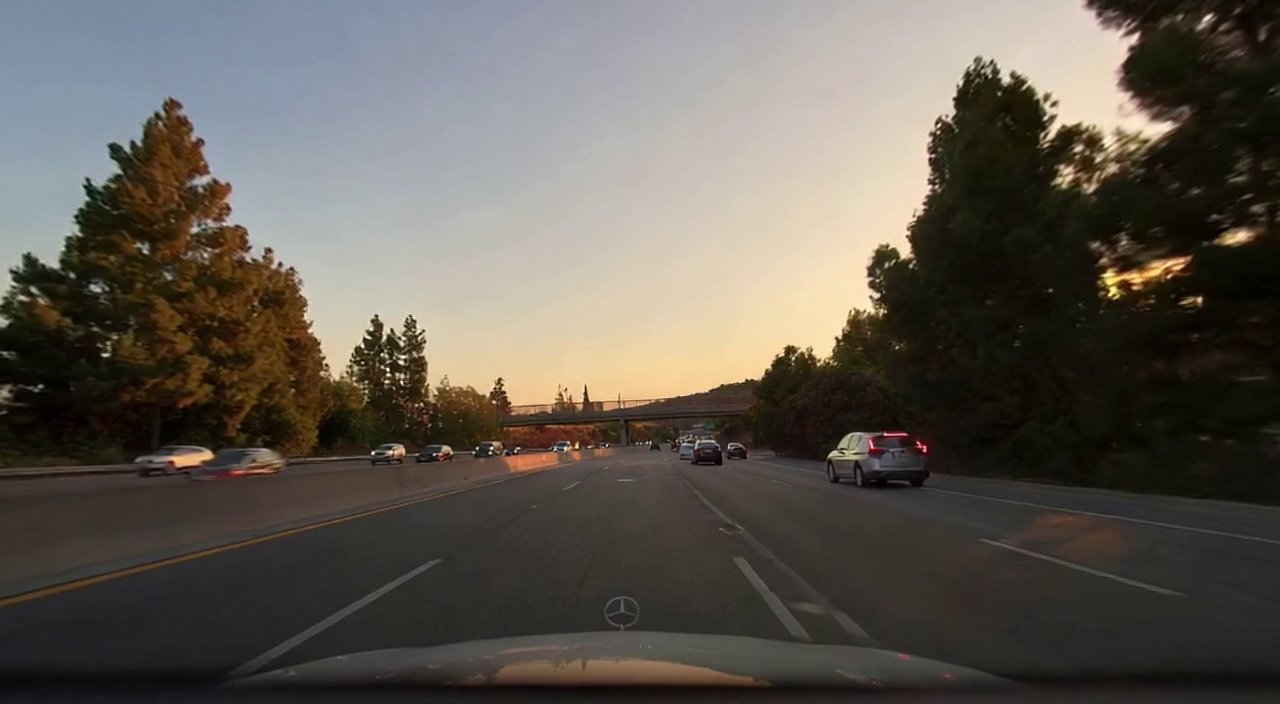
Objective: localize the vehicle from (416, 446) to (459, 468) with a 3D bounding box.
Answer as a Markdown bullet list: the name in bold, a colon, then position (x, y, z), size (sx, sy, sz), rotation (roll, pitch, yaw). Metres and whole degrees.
- **vehicle**: position (-15.610, 8.104, 48.903), size (1.878, 1.609, 4.143), rotation (-1, -9, 1)

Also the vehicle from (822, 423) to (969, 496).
- **vehicle**: position (7.071, 3.044, 18.207), size (2.087, 1.806, 4.946), rotation (0, -9, -1)

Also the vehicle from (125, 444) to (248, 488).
- **vehicle**: position (-19.308, 4.847, 27.196), size (1.984, 1.702, 4.437), rotation (0, -9, 0)

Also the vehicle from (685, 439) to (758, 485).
- **vehicle**: position (2.805, 3.899, 22.669), size (1.981, 1.471, 4.342), rotation (0, -9, -1)
